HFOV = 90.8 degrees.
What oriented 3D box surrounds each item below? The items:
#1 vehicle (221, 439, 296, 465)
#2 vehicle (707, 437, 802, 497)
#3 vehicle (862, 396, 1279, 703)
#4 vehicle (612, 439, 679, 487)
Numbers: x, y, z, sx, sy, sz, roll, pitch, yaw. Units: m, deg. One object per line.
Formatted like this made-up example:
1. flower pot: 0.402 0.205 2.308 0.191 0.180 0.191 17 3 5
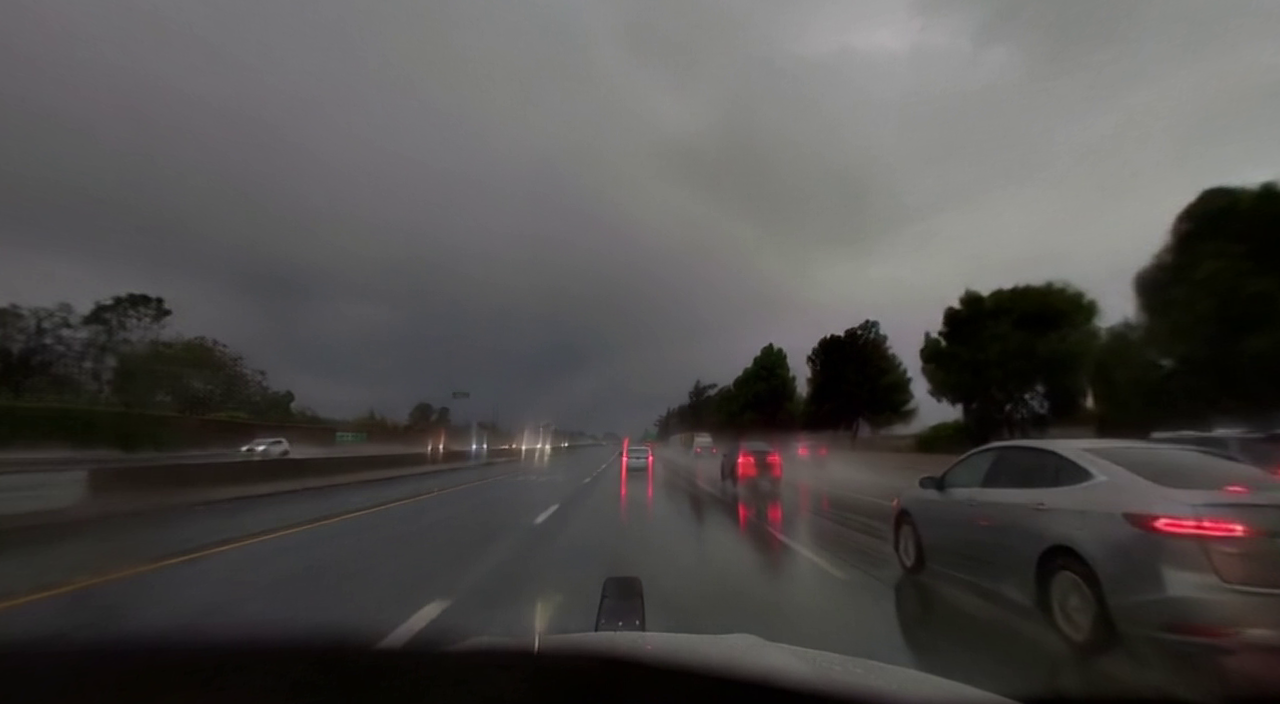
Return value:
1. vehicle: -25.931 6.808 43.197 2.105 1.666 4.914 0 -9 0
2. vehicle: 3.176 3.277 18.394 1.856 1.517 4.198 0 -9 -2
3. vehicle: 3.411 1.223 4.372 1.993 1.504 4.781 0 -9 0
4. vehicle: 0.118 3.798 21.916 2.098 1.475 3.997 0 -9 -1
